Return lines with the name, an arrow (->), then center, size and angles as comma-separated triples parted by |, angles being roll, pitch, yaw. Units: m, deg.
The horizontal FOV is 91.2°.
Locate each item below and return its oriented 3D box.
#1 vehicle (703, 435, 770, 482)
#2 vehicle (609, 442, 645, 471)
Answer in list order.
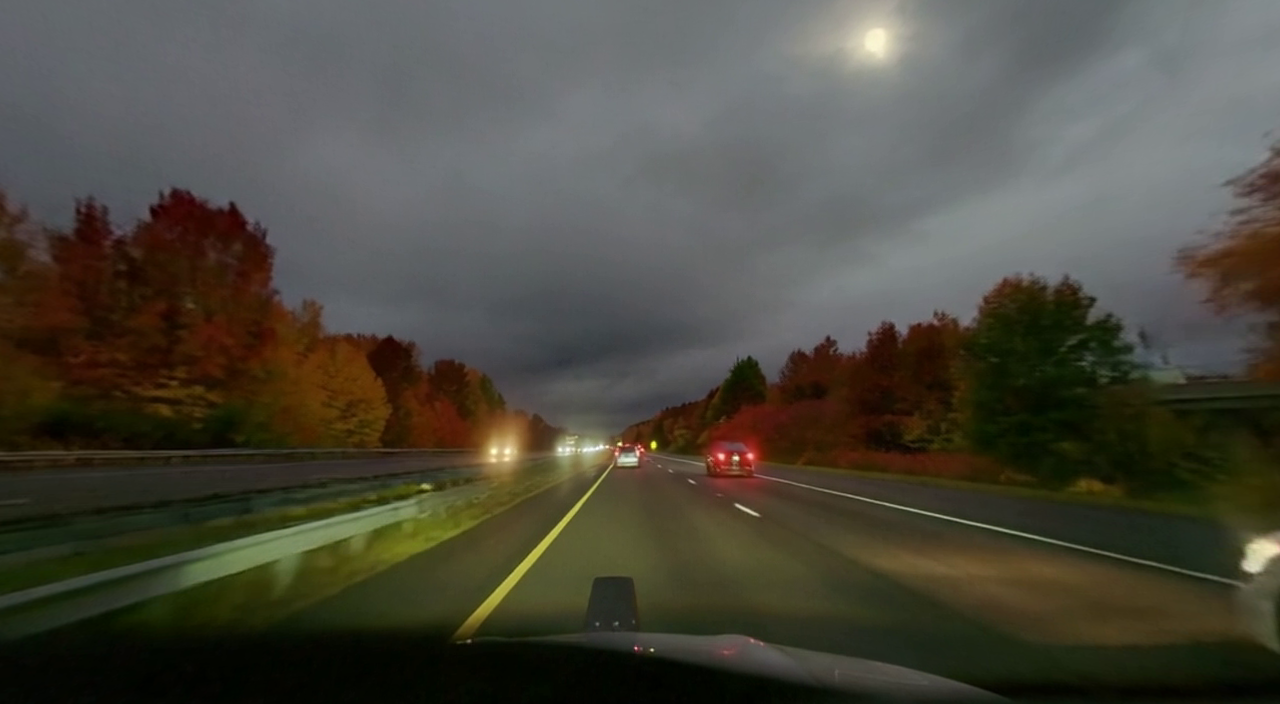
vehicle -> 3.867, 4.353, 25.816 | 1.982, 1.745, 4.151 | 0, -9, -1
vehicle -> -0.821, 6.660, 40.086 | 2.151, 1.693, 4.201 | 0, -9, 0
